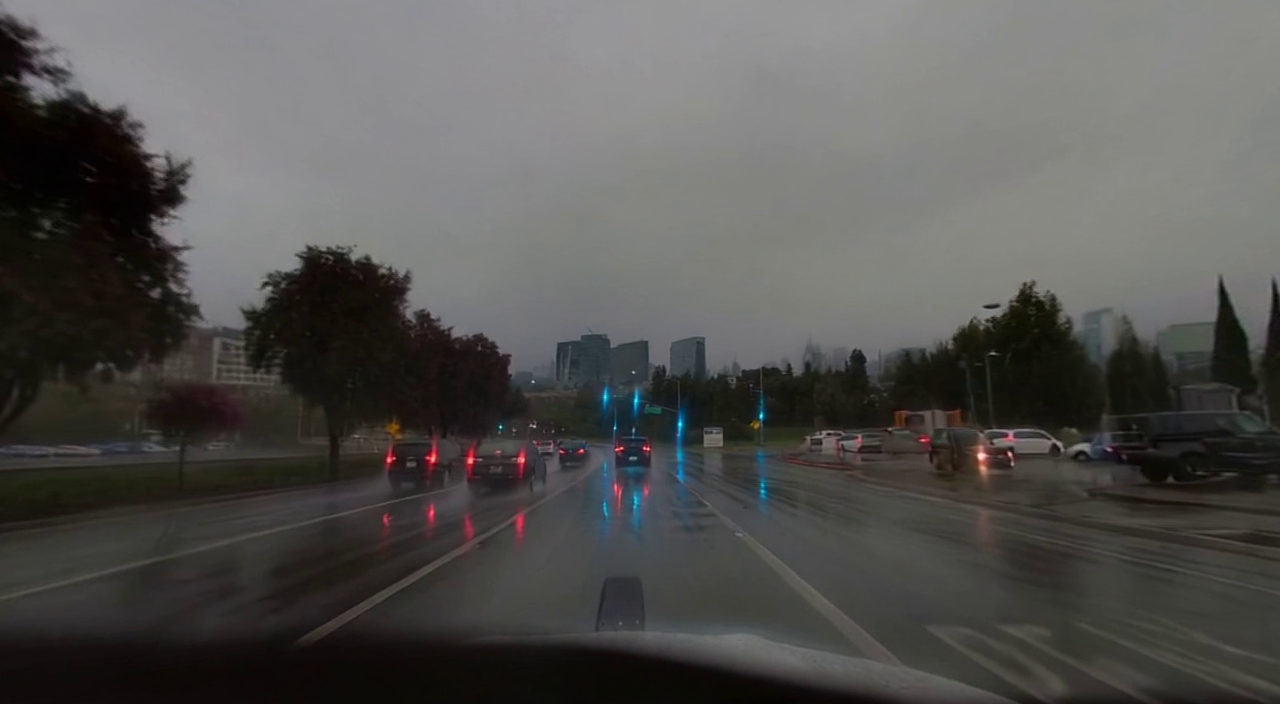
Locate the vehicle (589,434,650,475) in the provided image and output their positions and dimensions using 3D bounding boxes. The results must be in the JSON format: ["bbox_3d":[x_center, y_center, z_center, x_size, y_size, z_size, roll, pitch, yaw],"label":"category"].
[{"bbox_3d":[-0.761,4.112,25.611,2.231,1.481,4.489,0,-8,0],"label":"vehicle"}]

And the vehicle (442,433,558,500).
[{"bbox_3d":[-3.462,2.928,16.575,1.920,1.480,4.549,0,-8,1],"label":"vehicle"}]

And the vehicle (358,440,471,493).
[{"bbox_3d":[-6.962,3.560,20.048,1.852,1.458,4.422,0,-8,2],"label":"vehicle"}]

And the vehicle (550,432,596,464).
[{"bbox_3d":[-3.804,5.591,36.711,2.144,1.732,4.279,0,-8,1],"label":"vehicle"}]

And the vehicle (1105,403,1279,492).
[{"bbox_3d":[14.914,2.457,16.370,5.394,1.994,2.228,4,-9,-26],"label":"vehicle"}]
